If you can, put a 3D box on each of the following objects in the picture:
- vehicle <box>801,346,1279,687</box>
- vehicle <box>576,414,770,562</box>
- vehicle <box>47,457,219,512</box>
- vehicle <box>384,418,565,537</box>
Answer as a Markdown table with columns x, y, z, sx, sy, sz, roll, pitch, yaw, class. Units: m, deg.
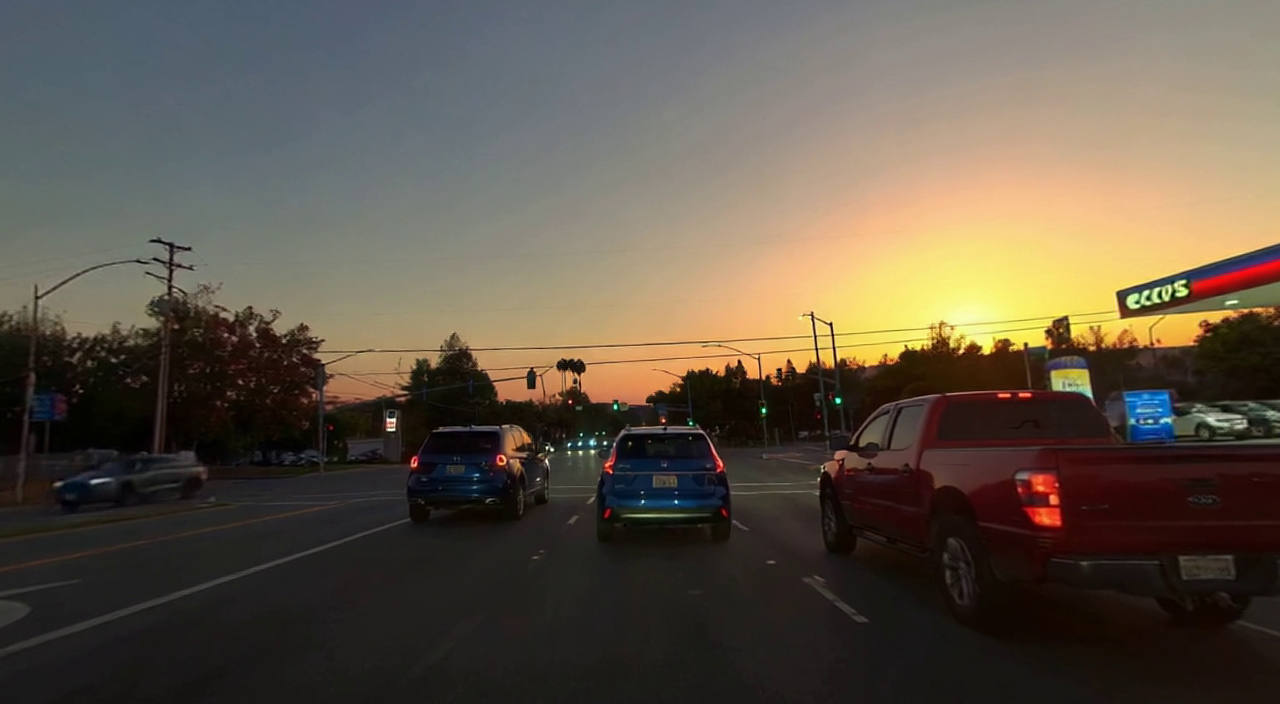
| x | y | z | sx | sy | sz | roll | pitch | yaw | class |
| --- | --- | --- | --- | --- | --- | --- | --- | --- | --- |
| 3.411 | 1.285 | 6.197 | 2.161 | 1.868 | 5.321 | 0 | -8 | -1 | vehicle |
| 0.363 | 1.841 | 9.231 | 2.181 | 1.650 | 4.083 | 0 | -8 | 0 | vehicle |
| -15.879 | 4.126 | 20.120 | 1.808 | 1.457 | 4.381 | 0 | -8 | 1 | vehicle |
| -2.705 | 2.166 | 11.504 | 2.019 | 1.731 | 4.299 | 0 | -8 | 1 | vehicle |
